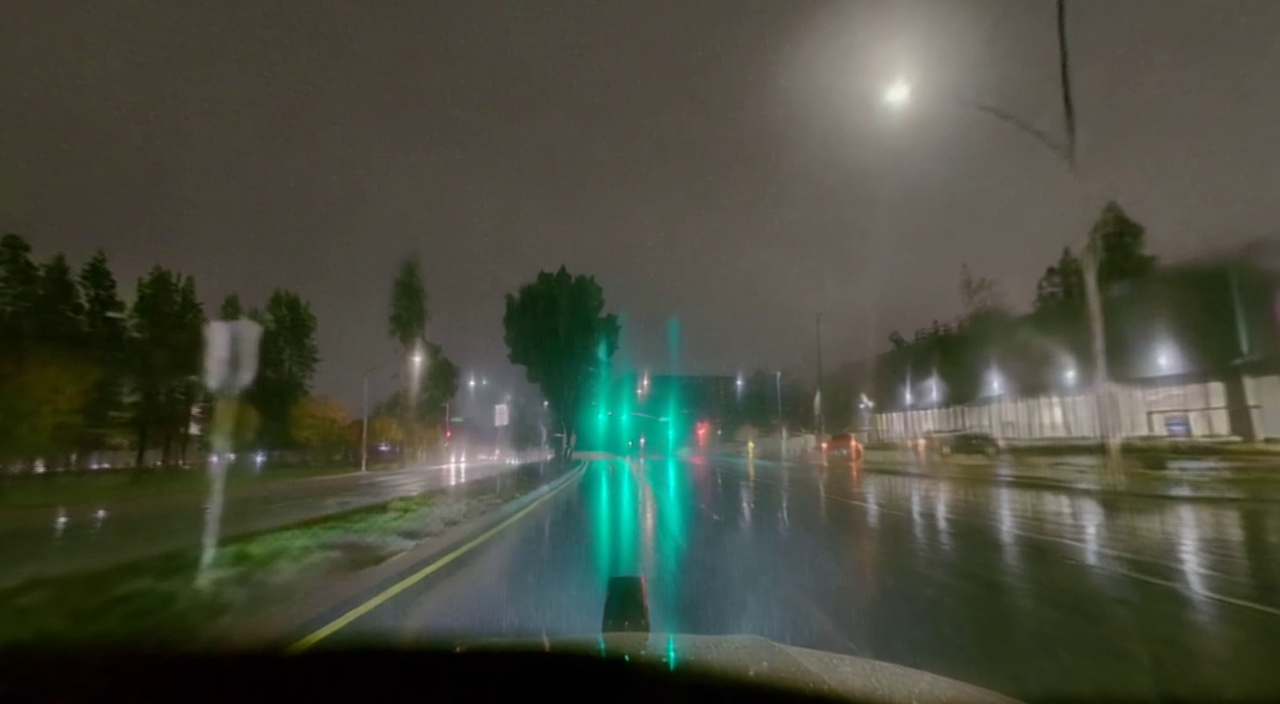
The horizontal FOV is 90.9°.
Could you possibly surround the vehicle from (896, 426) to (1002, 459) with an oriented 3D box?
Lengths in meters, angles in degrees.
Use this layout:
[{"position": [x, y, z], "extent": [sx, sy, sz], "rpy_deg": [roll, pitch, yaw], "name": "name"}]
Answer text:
[{"position": [16.522, 4.866, 33.878], "extent": [4.510, 1.667, 2.247], "rpy_deg": [1, -8, -5], "name": "vehicle"}]
